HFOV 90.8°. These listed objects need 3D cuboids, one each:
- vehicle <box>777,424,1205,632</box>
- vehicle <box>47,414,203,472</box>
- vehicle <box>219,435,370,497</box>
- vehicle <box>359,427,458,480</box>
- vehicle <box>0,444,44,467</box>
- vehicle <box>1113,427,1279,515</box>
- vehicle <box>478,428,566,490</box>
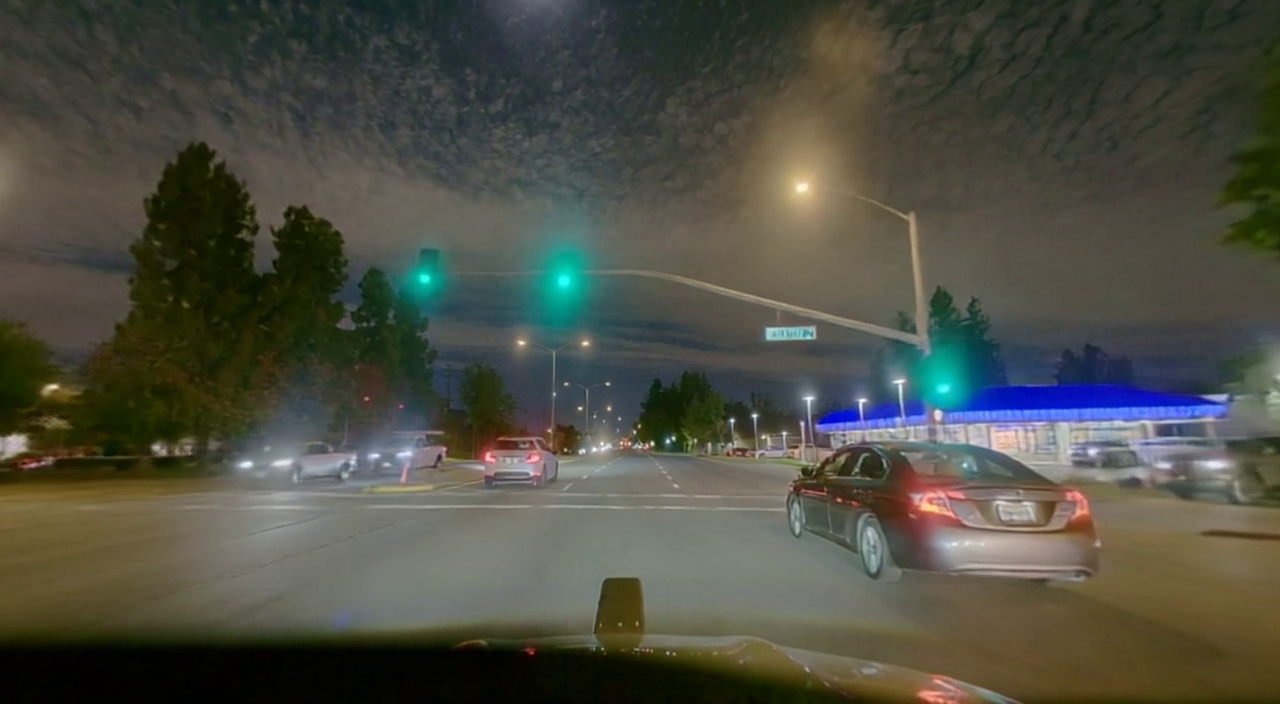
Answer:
[{"bbox_3d":[3.106,1.637,7.085,1.975,1.502,4.787,0,-8,-1],"label":"vehicle"},{"bbox_3d":[-34.396,6.104,42.467,7.384,3.665,3.220,0,-8,-1],"label":"vehicle"},{"bbox_3d":[-10.099,3.335,18.968,1.942,1.576,4.567,-1,-8,0],"label":"vehicle"},{"bbox_3d":[-9.683,4.297,26.956,2.301,1.926,5.183,-1,-8,0],"label":"vehicle"},{"bbox_3d":[-49.247,8.014,48.917,2.049,1.745,4.172,0,-8,0],"label":"vehicle"},{"bbox_3d":[17.308,3.264,17.848,5.651,2.172,2.710,-1,-9,-4],"label":"vehicle"},{"bbox_3d":[-3.751,3.502,21.003,1.997,1.806,4.500,0,-8,1],"label":"vehicle"}]
